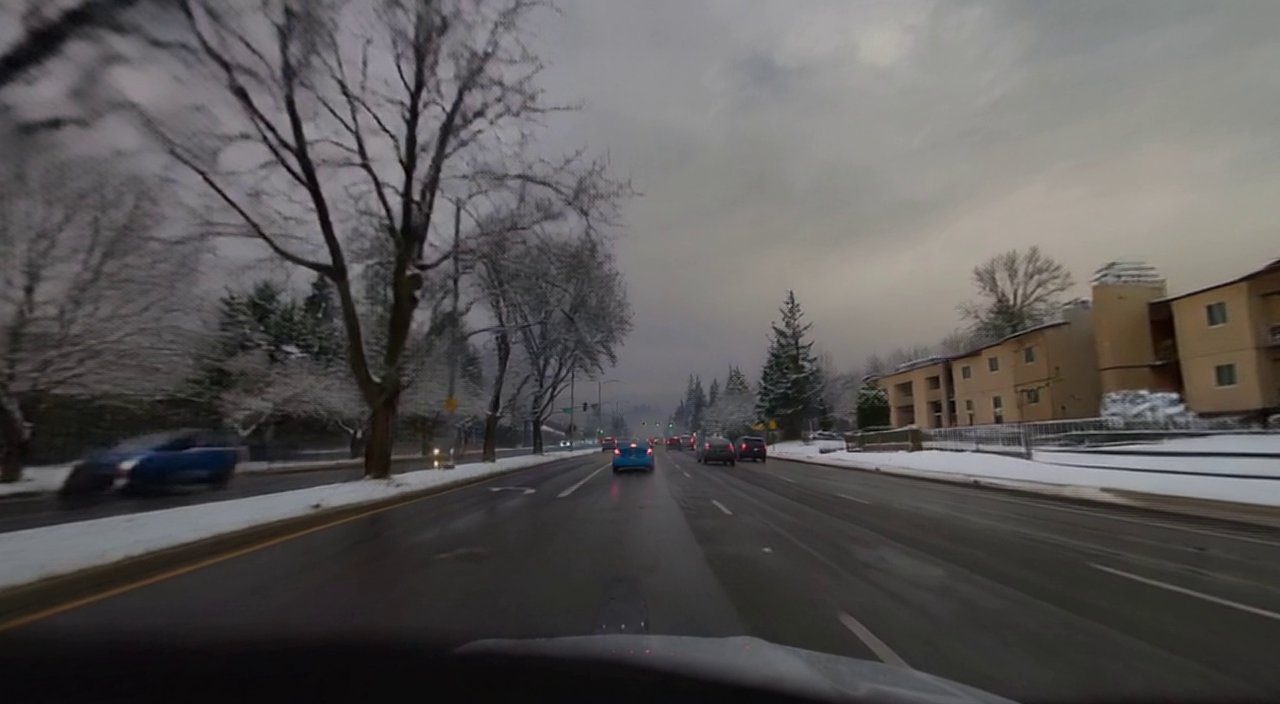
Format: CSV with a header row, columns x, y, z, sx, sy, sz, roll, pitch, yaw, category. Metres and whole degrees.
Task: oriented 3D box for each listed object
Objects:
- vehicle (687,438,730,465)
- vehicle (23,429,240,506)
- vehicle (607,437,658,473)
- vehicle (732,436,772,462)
x,y,z,sx,sy,sz,roll,pitch,yaw,category
4.029,5.926,37.826,2.067,1.514,4.188,0,-8,-1,vehicle
-14.144,3.212,18.038,2.156,1.889,4.750,0,-8,1,vehicle
-0.289,4.579,28.241,2.102,1.481,3.907,0,-8,1,vehicle
7.748,6.748,43.868,1.972,1.700,4.269,0,-8,0,vehicle
